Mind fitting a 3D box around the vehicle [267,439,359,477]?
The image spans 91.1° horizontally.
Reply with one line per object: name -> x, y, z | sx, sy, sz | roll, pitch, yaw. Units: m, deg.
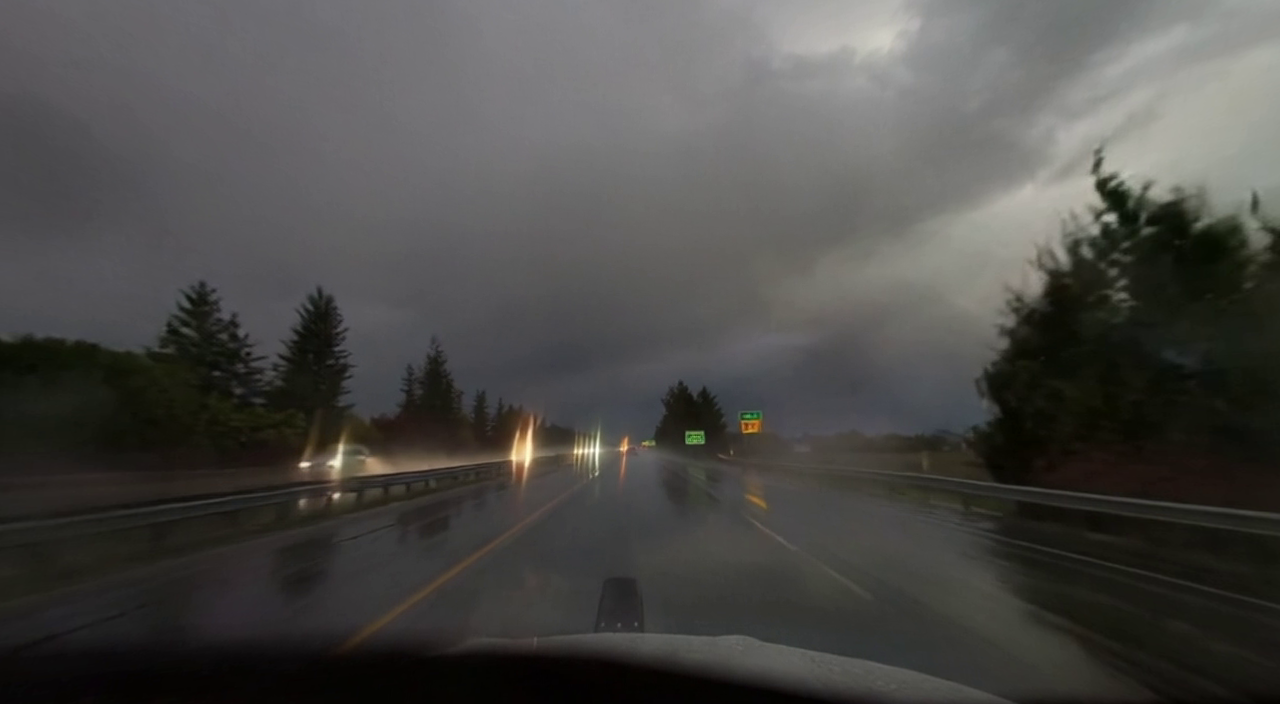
vehicle -> -15.820, 5.168, 30.760 | 1.966, 1.673, 4.789 | 0, -9, -1
